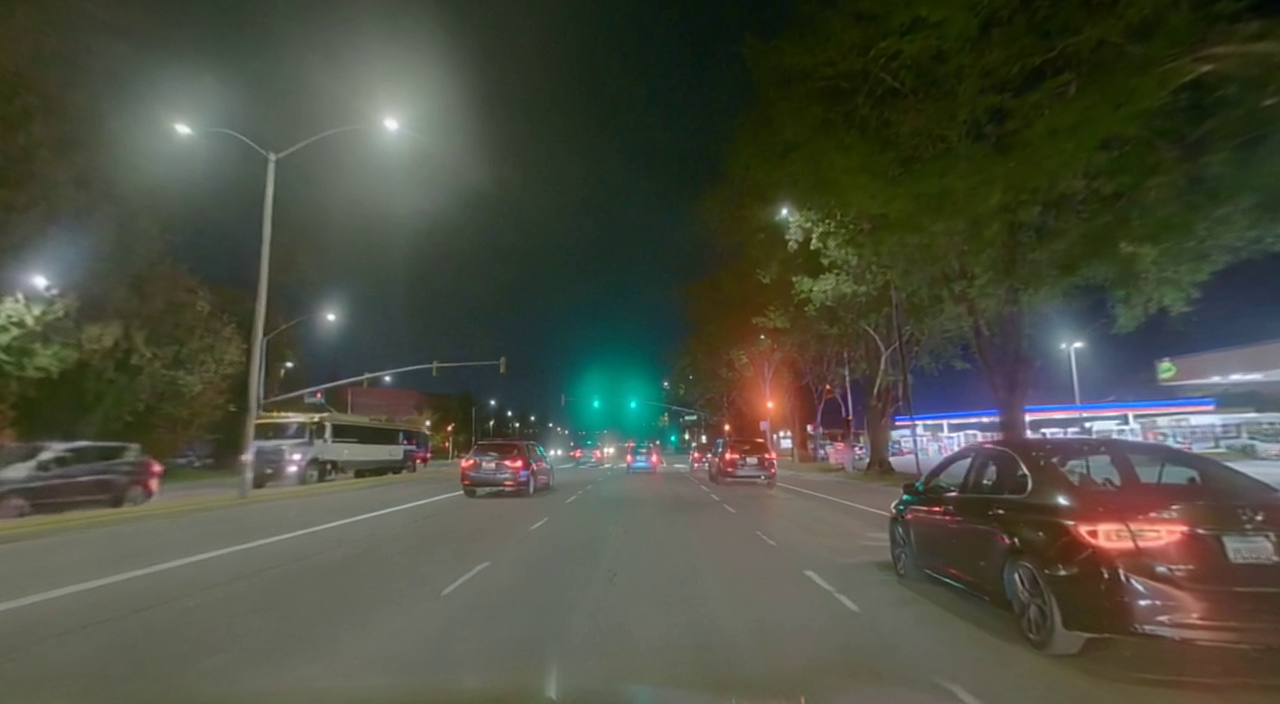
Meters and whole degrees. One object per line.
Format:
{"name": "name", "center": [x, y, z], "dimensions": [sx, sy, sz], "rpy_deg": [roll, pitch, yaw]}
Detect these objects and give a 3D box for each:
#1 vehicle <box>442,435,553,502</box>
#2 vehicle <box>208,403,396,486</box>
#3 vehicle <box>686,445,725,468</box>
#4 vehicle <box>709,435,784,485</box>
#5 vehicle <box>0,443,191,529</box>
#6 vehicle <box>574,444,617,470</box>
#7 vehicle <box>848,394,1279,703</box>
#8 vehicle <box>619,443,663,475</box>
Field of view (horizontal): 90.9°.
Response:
{"name": "vehicle", "center": [-3.761, 3.135, 17.440], "dimensions": [2.023, 1.607, 4.086], "rpy_deg": [-1, -8, 2]}
{"name": "vehicle", "center": [-15.819, 4.550, 31.000], "dimensions": [3.228, 3.319, 10.706], "rpy_deg": [0, -8, 0]}
{"name": "vehicle", "center": [4.254, 6.827, 41.412], "dimensions": [2.174, 1.462, 4.400], "rpy_deg": [0, -8, 1]}
{"name": "vehicle", "center": [3.852, 3.994, 23.546], "dimensions": [2.022, 1.683, 4.171], "rpy_deg": [0, -8, 0]}
{"name": "vehicle", "center": [-12.268, 2.711, 13.450], "dimensions": [2.013, 1.501, 4.484], "rpy_deg": [0, -8, 1]}
{"name": "vehicle", "center": [-2.660, 6.343, 38.334], "dimensions": [2.192, 1.463, 4.211], "rpy_deg": [-1, -8, 2]}
{"name": "vehicle", "center": [3.456, 1.266, 4.839], "dimensions": [2.038, 1.499, 4.868], "rpy_deg": [0, -8, 0]}
{"name": "vehicle", "center": [0.077, 5.463, 32.430], "dimensions": [2.104, 1.477, 4.591], "rpy_deg": [0, -8, 1]}
